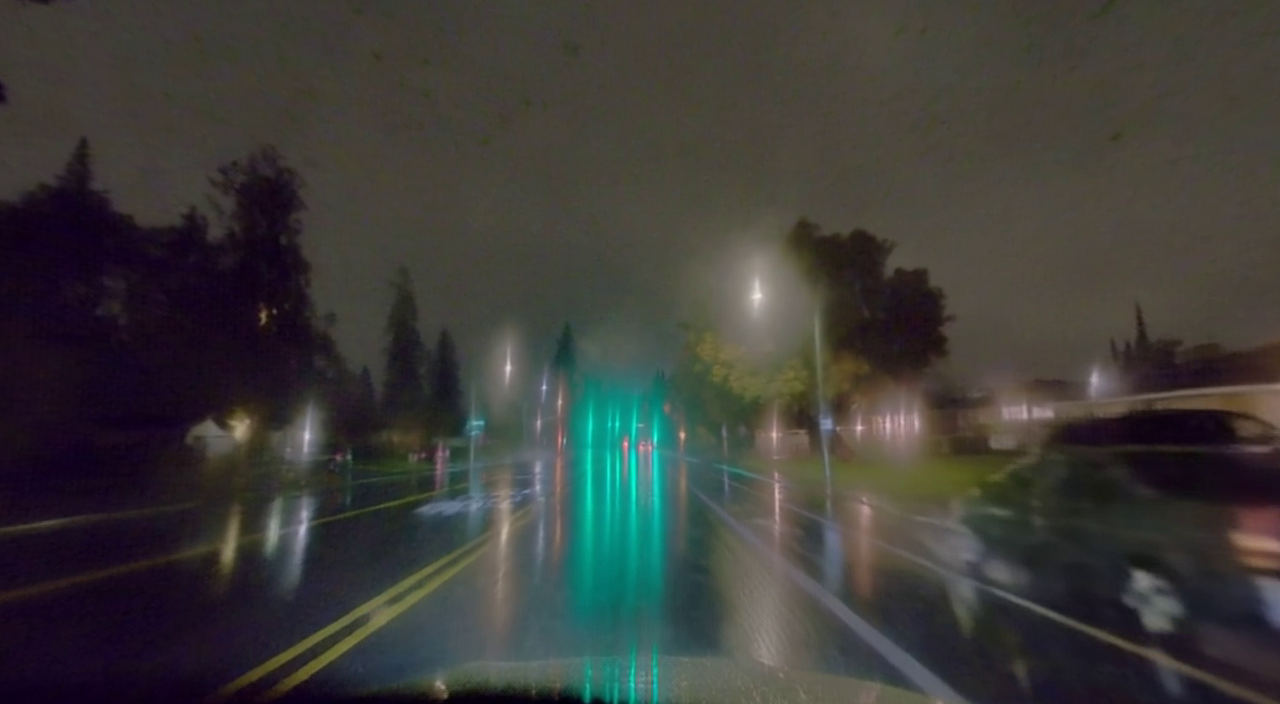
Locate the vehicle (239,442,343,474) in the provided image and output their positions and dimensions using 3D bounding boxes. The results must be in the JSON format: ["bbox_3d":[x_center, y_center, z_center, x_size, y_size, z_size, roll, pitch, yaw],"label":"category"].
[{"bbox_3d":[-19.639,5.962,35.591,4.661,1.726,1.978,1,-8,-4],"label":"vehicle"}]

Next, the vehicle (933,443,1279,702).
[{"bbox_3d":[4.626,1.494,5.182,1.980,1.465,4.970,0,-8,-1],"label":"vehicle"}]

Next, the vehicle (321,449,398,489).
[{"bbox_3d":[-12.955,5.383,29.313,1.791,1.552,3.919,-3,-8,0],"label":"vehicle"}]
